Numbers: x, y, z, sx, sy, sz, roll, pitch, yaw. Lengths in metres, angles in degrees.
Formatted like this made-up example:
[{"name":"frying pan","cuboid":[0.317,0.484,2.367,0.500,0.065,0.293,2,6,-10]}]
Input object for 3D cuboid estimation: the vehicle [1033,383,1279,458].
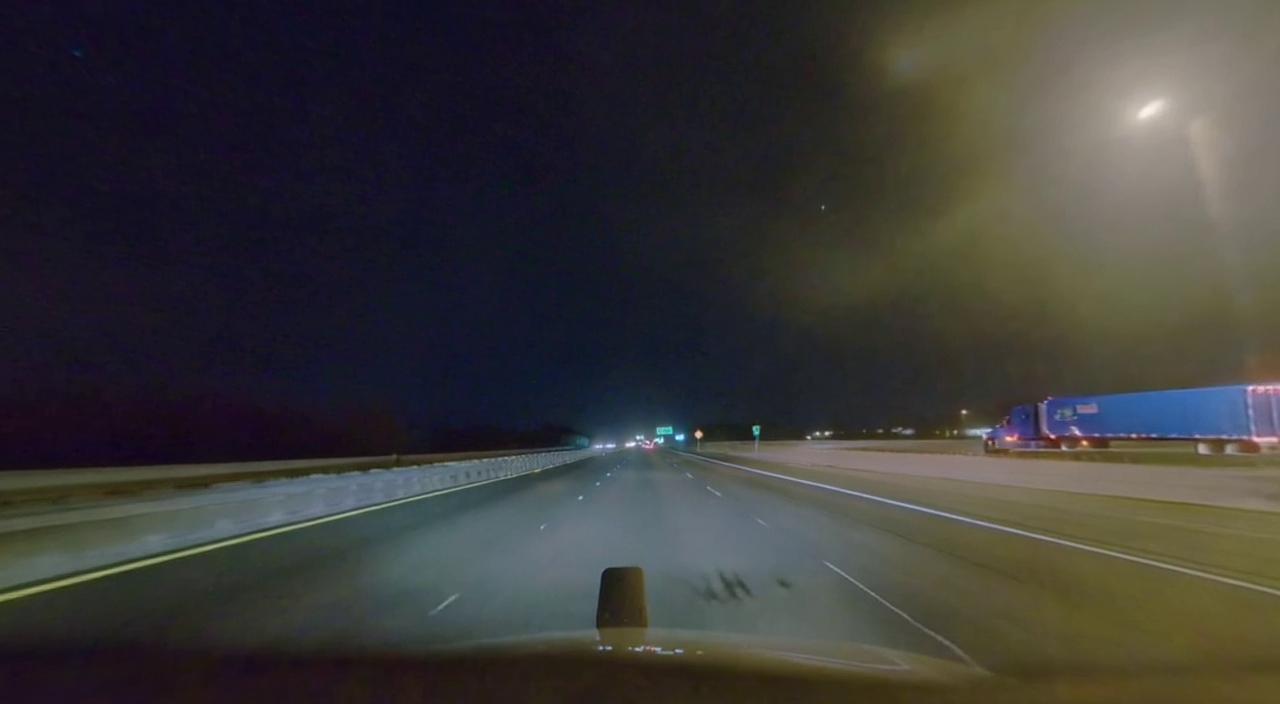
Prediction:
[{"name":"vehicle","cuboid":[32.779,4.349,38.561,2.836,4.027,14.280,7,-11,-39]}]
